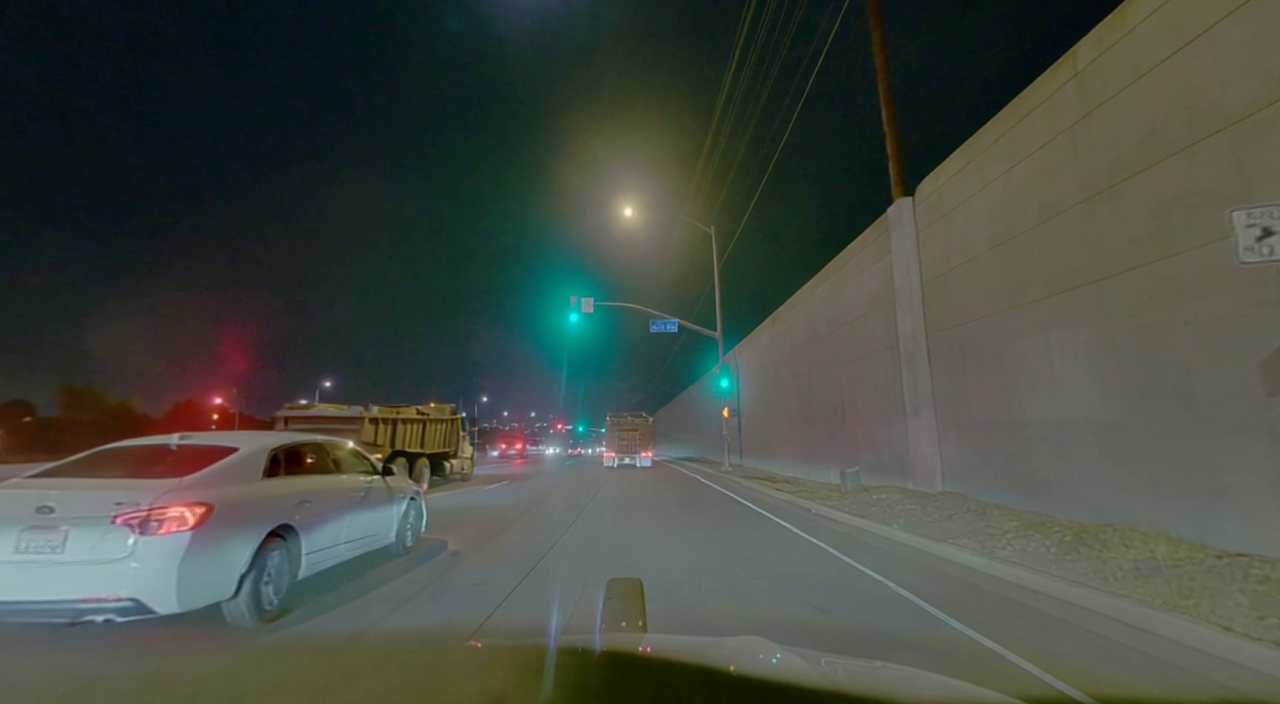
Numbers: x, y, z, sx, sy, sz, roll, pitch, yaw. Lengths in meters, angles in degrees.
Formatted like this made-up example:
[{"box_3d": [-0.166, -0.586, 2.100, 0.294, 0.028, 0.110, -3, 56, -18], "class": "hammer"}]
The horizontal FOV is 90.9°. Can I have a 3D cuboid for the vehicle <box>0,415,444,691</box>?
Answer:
[{"box_3d": [-3.710, 1.461, 5.972, 2.019, 1.480, 4.966, 0, -8, 1], "class": "vehicle"}]

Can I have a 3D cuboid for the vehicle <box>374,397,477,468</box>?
[{"box_3d": [-12.887, 5.067, 38.952, 3.016, 3.847, 8.707, 0, -8, 1], "class": "vehicle"}]

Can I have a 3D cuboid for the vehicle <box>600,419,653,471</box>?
[{"box_3d": [-0.666, 4.510, 30.589, 2.355, 2.305, 5.336, 0, -8, -1], "class": "vehicle"}]
